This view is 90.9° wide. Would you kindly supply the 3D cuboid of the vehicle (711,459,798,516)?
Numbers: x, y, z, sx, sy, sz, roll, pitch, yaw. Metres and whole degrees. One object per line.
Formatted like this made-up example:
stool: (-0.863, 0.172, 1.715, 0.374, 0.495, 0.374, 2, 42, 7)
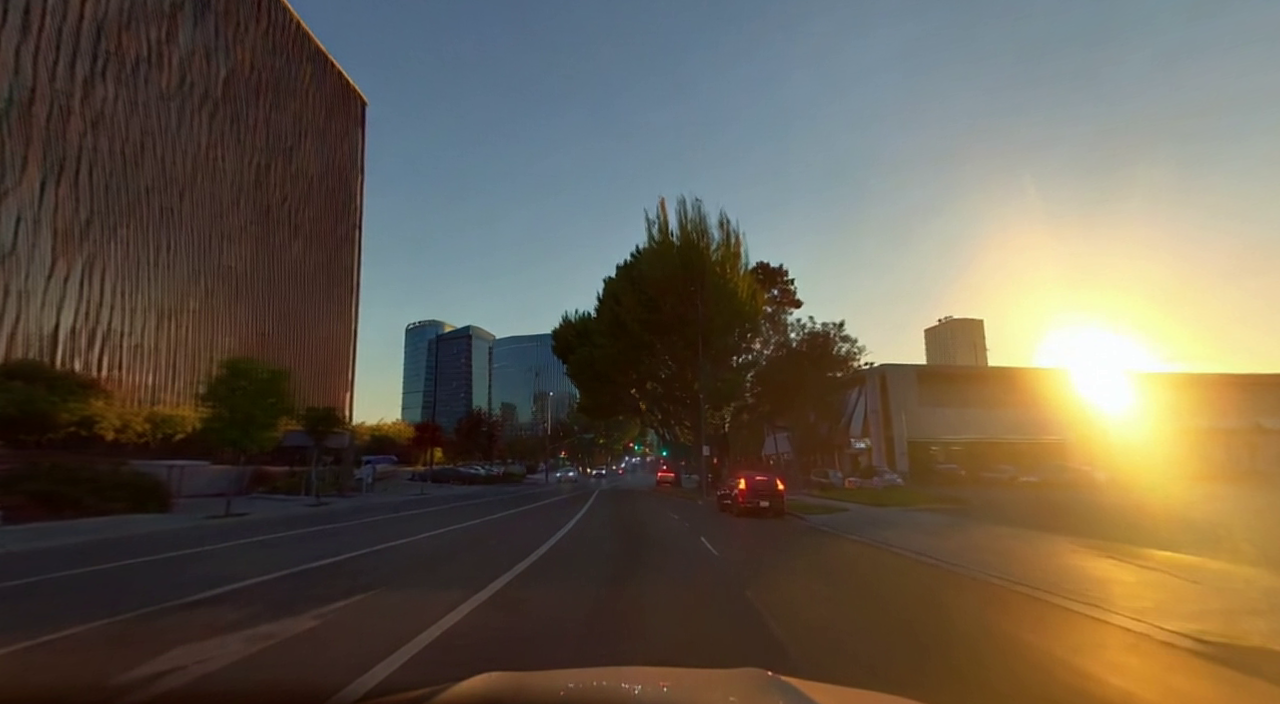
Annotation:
vehicle: (3.227, 3.924, 18.532, 1.899, 1.470, 3.666, 0, -10, 1)
